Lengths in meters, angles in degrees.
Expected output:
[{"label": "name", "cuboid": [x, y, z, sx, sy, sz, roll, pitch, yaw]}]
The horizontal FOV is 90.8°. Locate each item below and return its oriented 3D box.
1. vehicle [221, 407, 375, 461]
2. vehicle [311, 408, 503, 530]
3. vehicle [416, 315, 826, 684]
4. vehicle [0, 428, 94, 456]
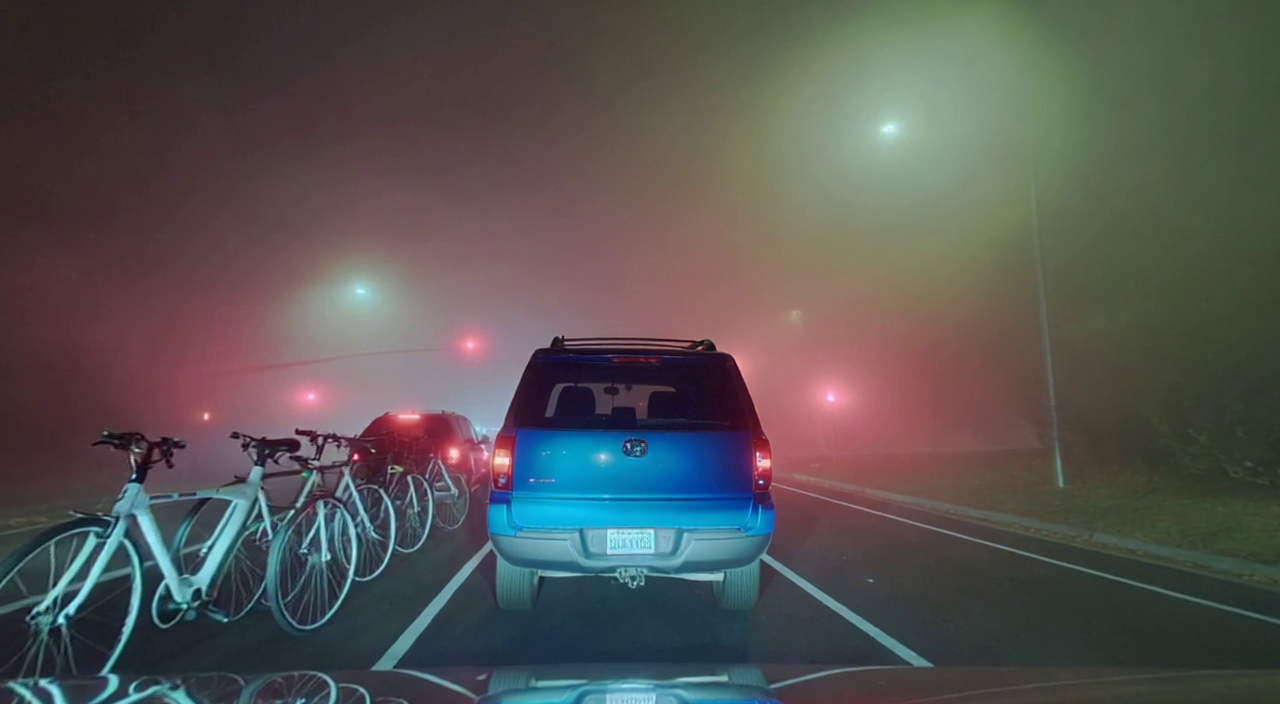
[{"label": "vehicle", "cuboid": [-22.060, 5.375, 41.204, 8.040, 3.335, 3.070, 1, -9, -7]}, {"label": "vehicle", "cuboid": [-4.207, 2.224, 12.598, 2.337, 1.858, 5.409, 1, -9, -7]}, {"label": "vehicle", "cuboid": [-0.249, 1.158, 6.005, 2.333, 2.087, 4.586, 1, -8, -4]}, {"label": "vehicle", "cuboid": [-35.752, 5.421, 38.030, 3.926, 1.536, 1.731, 0, -8, -9]}]
